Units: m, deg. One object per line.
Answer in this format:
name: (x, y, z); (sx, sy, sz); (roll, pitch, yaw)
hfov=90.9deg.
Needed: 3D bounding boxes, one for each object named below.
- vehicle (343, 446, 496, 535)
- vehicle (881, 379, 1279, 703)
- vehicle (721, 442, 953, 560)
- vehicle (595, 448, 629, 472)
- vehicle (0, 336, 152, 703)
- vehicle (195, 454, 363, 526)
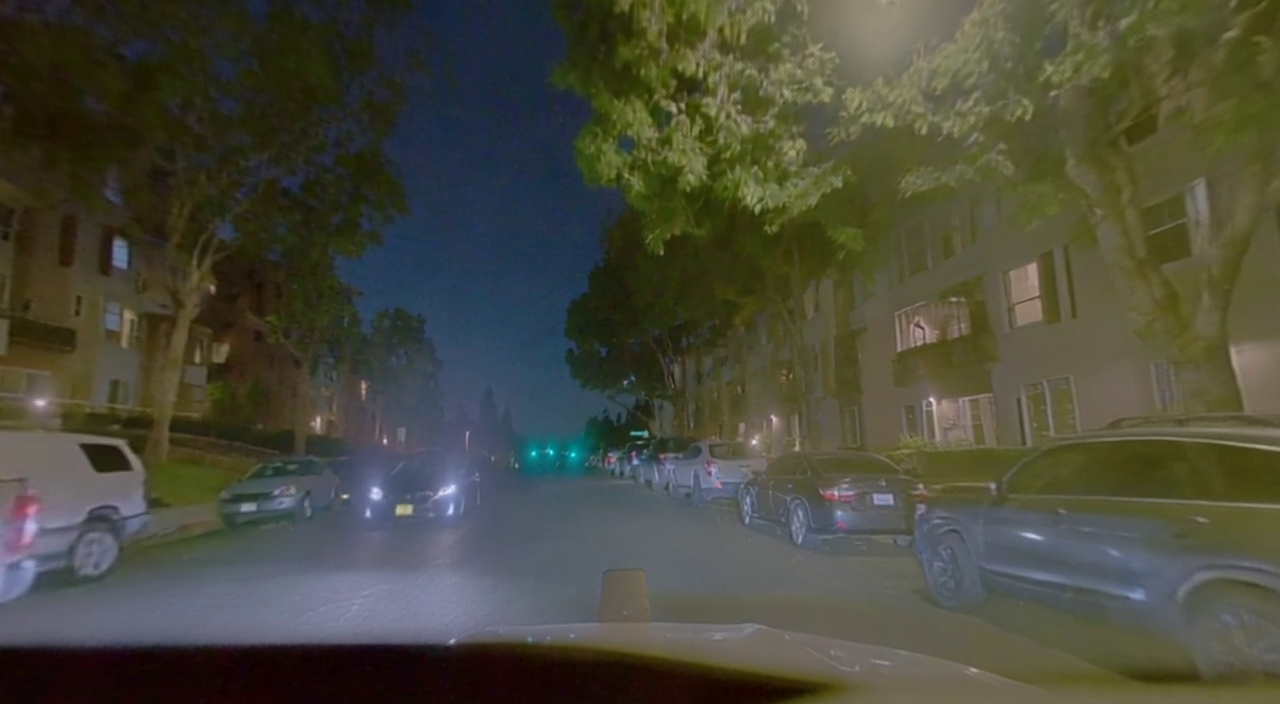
vehicle: (-4.286, 2.725, 13.093); (1.971, 1.476, 4.593); (1, -9, -6)
vehicle: (3.830, 1.221, 4.453); (1.937, 1.722, 4.575); (1, -9, -7)
vehicle: (2.957, 2.334, 10.708); (1.876, 1.538, 4.447); (1, -9, -10)
vehicle: (-2.236, 8.325, 48.789); (2.114, 1.787, 4.783); (1, -9, -9)
vehicle: (-4.447, 0.729, 2.057); (2.197, 2.047, 4.985); (1, -9, -8)
vehicle: (-8.803, 3.343, 15.953); (2.119, 1.476, 4.588); (1, -9, -9)
